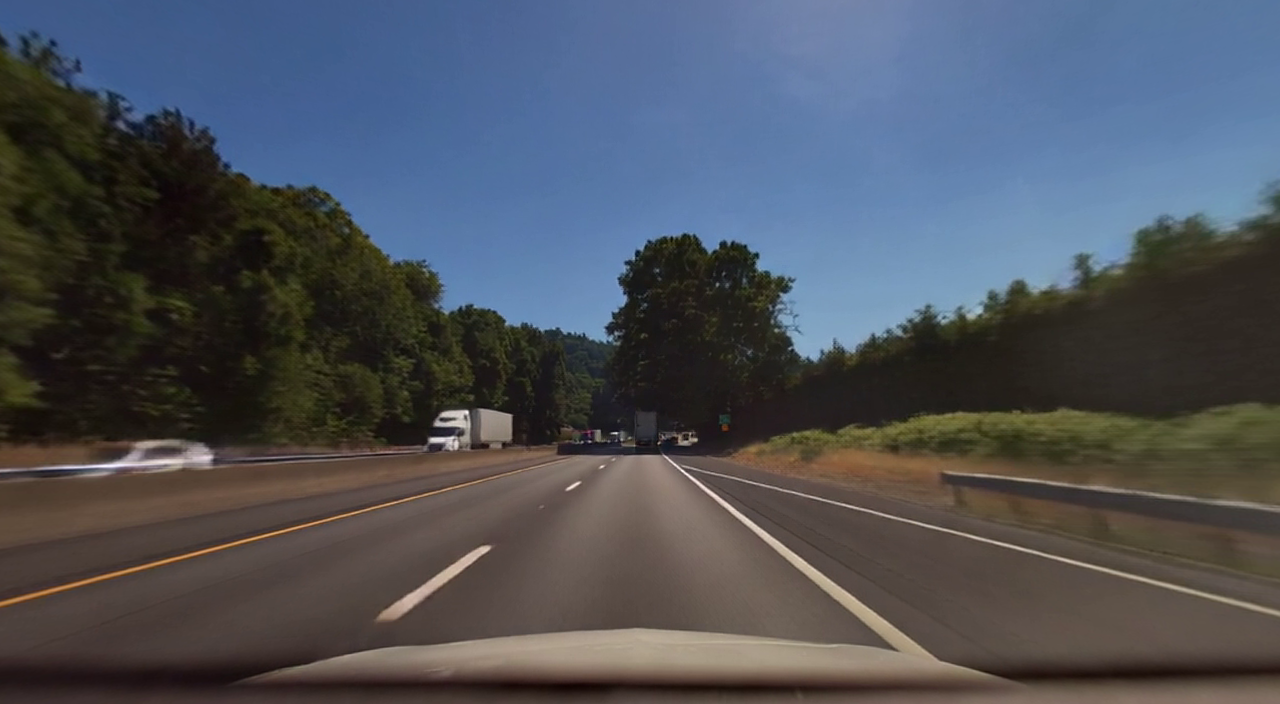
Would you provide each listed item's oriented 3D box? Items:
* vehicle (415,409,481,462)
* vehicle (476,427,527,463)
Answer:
[{"bbox_3d":[-14.425,6.360,47.835,3.020,3.775,5.939,-1,-8,0],"label":"vehicle"},{"bbox_3d":[-9.939,6.712,45.666,2.304,2.391,5.779,-1,-8,1],"label":"vehicle"}]
